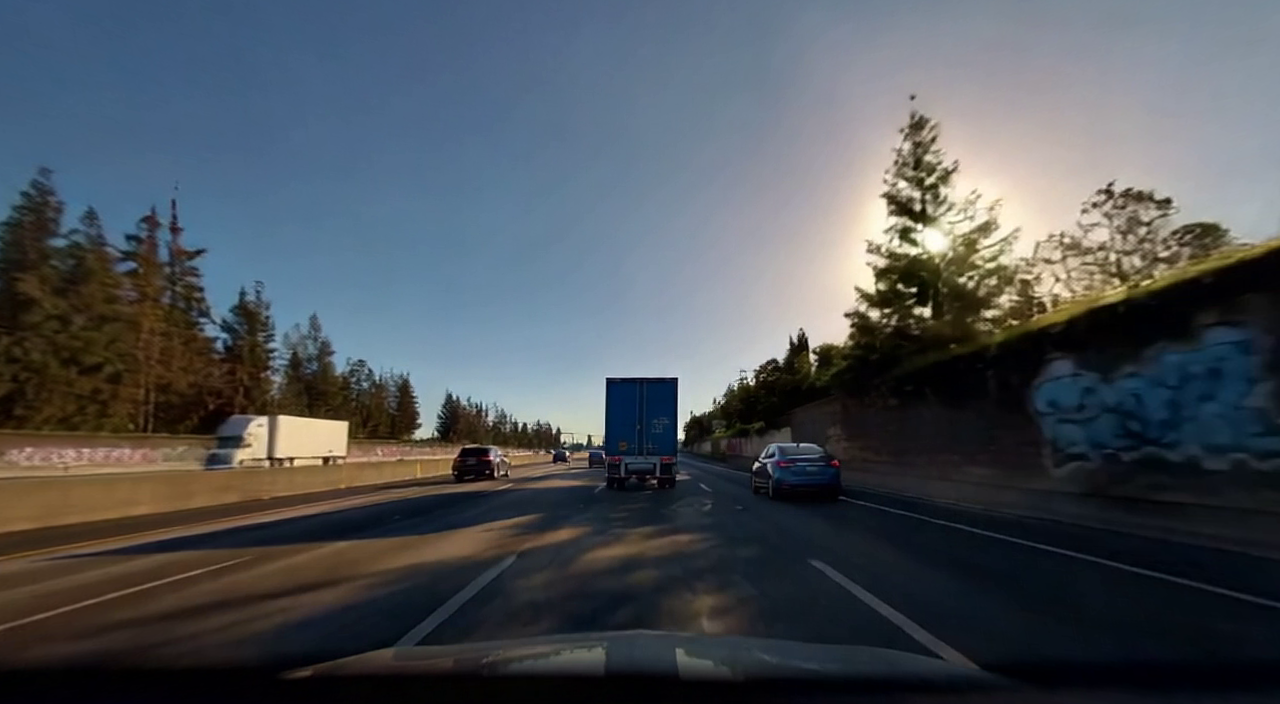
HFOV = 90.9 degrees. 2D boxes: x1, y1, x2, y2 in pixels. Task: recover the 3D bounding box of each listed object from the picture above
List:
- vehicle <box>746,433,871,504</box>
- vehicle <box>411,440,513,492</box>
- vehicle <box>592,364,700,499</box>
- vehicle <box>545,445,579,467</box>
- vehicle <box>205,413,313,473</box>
[{"bbox_3d":[4.447,3.160,17.453,2.205,1.689,4.403,0,-9,0],"label":"vehicle"},{"bbox_3d":[-6.273,4.068,22.884,2.134,1.662,4.851,-1,-9,2],"label":"vehicle"},{"bbox_3d":[0.057,2.910,22.033,2.915,3.661,9.741,0,-9,-1],"label":"vehicle"},{"bbox_3d":[-5.913,7.918,48.162,2.005,1.607,4.042,0,-9,1],"label":"vehicle"},{"bbox_3d":[-24.630,6.008,41.181,2.951,3.577,6.186,-1,-9,2],"label":"vehicle"}]
